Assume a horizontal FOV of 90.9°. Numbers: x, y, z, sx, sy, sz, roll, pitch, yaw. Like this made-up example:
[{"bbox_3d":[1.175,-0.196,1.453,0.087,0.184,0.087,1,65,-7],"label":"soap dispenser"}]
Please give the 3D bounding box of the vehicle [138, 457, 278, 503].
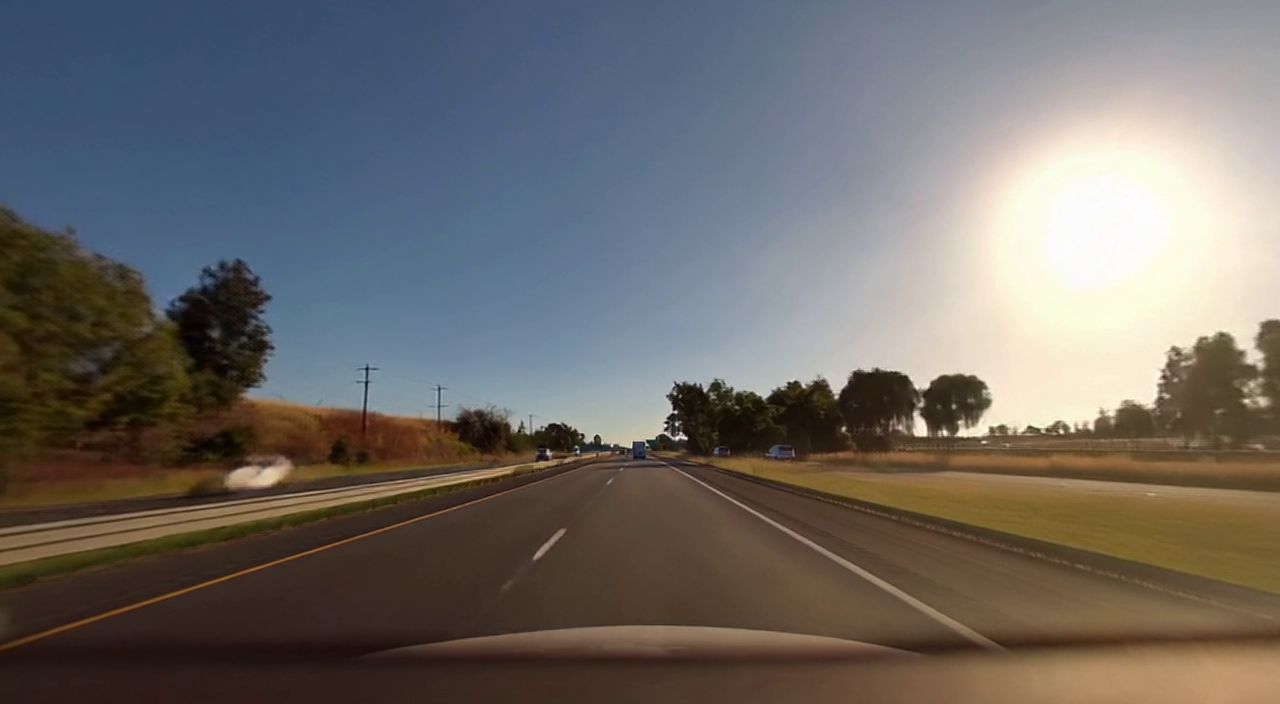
[{"bbox_3d":[-15.194,4.493,22.527,1.811,1.452,4.412,0,-9,1],"label":"vehicle"}]
